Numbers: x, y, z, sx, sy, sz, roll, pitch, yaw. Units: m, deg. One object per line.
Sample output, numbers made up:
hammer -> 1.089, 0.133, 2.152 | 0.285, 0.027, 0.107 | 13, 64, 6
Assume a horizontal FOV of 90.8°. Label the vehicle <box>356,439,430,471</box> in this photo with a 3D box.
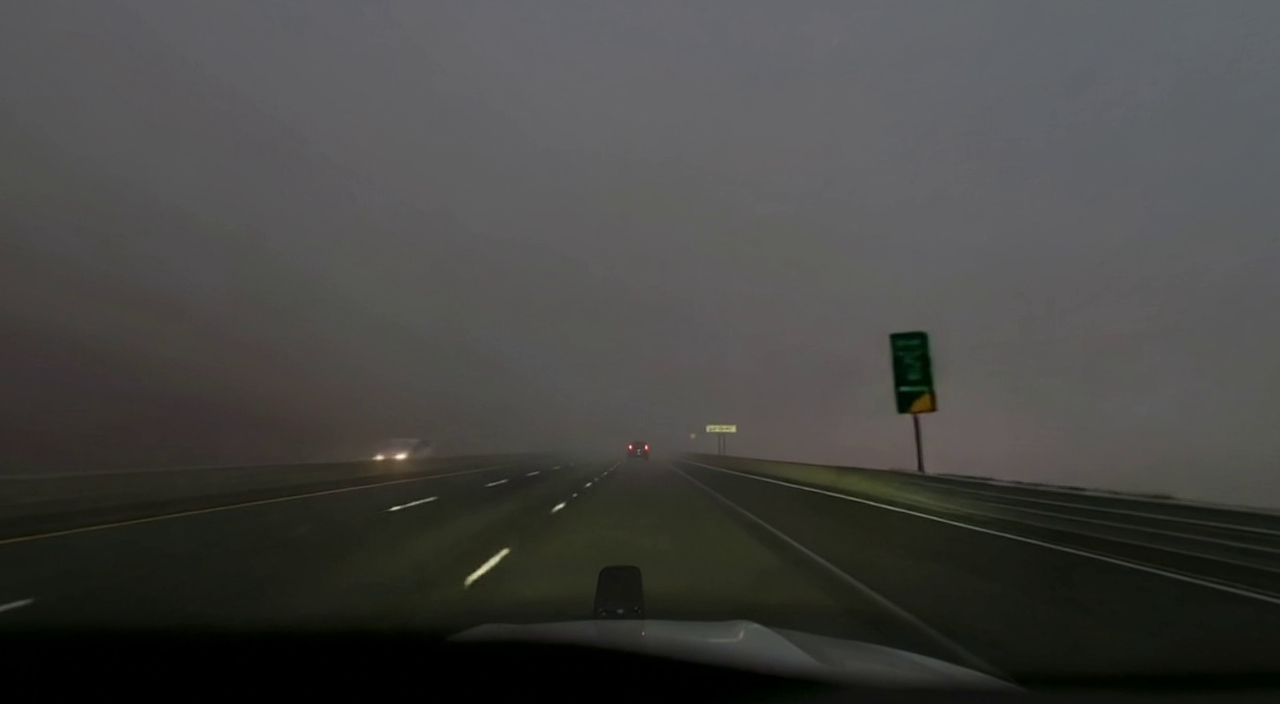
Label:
vehicle -> -15.177, 6.355, 39.185 | 2.258, 1.818, 5.703 | 0, -9, 0
